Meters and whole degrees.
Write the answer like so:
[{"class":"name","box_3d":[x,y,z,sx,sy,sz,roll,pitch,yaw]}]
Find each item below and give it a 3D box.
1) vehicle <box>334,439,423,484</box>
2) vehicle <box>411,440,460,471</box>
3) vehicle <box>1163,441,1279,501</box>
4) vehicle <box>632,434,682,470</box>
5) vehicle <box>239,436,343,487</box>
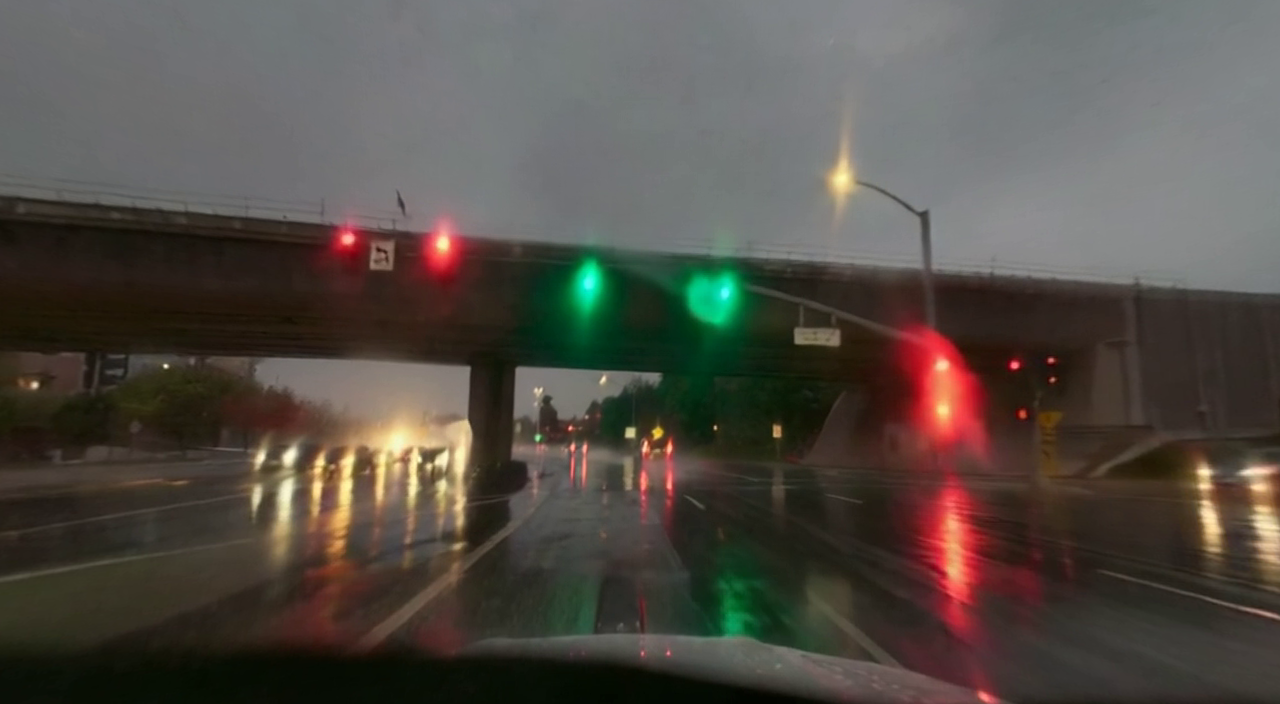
[{"class":"vehicle","box_3d":[-10.332,4.307,25.334,1.961,1.492,4.479,0,-6,-5]},{"class":"vehicle","box_3d":[-10.994,5.554,34.153,1.722,1.519,3.826,1,-8,-6]},{"class":"vehicle","box_3d":[16.857,3.128,17.021,4.490,1.430,1.996,2,-8,-17]},{"class":"vehicle","box_3d":[0.826,5.140,32.884,2.024,1.724,3.928,1,-8,-7]},{"class":"vehicle","box_3d":[-13.245,4.111,24.341,1.989,1.619,4.612,1,-6,-9]}]
